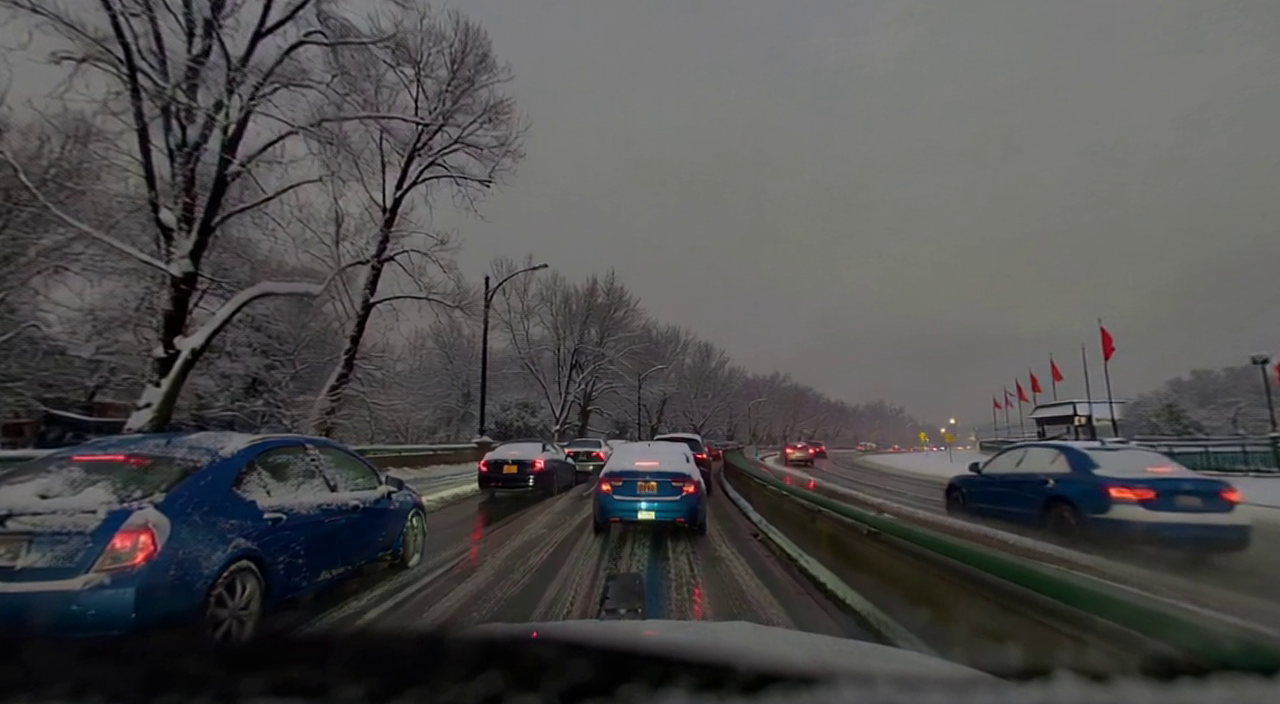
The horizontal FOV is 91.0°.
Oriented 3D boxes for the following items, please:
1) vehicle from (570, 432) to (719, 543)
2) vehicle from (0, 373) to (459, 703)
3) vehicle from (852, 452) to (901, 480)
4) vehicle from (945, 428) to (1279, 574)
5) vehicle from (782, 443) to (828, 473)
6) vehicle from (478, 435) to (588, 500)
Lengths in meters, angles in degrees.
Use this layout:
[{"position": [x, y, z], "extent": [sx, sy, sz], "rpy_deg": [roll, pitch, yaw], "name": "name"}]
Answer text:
[{"position": [0.202, 2.221, 11.012], "extent": [2.090, 1.506, 4.276], "rpy_deg": [0, -9, 4], "name": "vehicle"}, {"position": [-3.144, 1.226, 4.914], "extent": [1.988, 1.635, 4.260], "rpy_deg": [0, -9, 3], "name": "vehicle"}, {"position": [13.430, 6.467, 35.929], "extent": [1.749, 1.481, 3.808], "rpy_deg": [-1, -9, 7], "name": "vehicle"}, {"position": [6.665, 2.029, 9.432], "extent": [2.011, 1.610, 4.568], "rpy_deg": [0, -9, 2], "name": "vehicle"}, {"position": [9.244, 5.968, 35.606], "extent": [1.944, 1.544, 4.301], "rpy_deg": [-1, -9, 7], "name": "vehicle"}, {"position": [-2.837, 3.210, 17.930], "extent": [1.974, 1.549, 4.603], "rpy_deg": [0, -9, 5], "name": "vehicle"}]
